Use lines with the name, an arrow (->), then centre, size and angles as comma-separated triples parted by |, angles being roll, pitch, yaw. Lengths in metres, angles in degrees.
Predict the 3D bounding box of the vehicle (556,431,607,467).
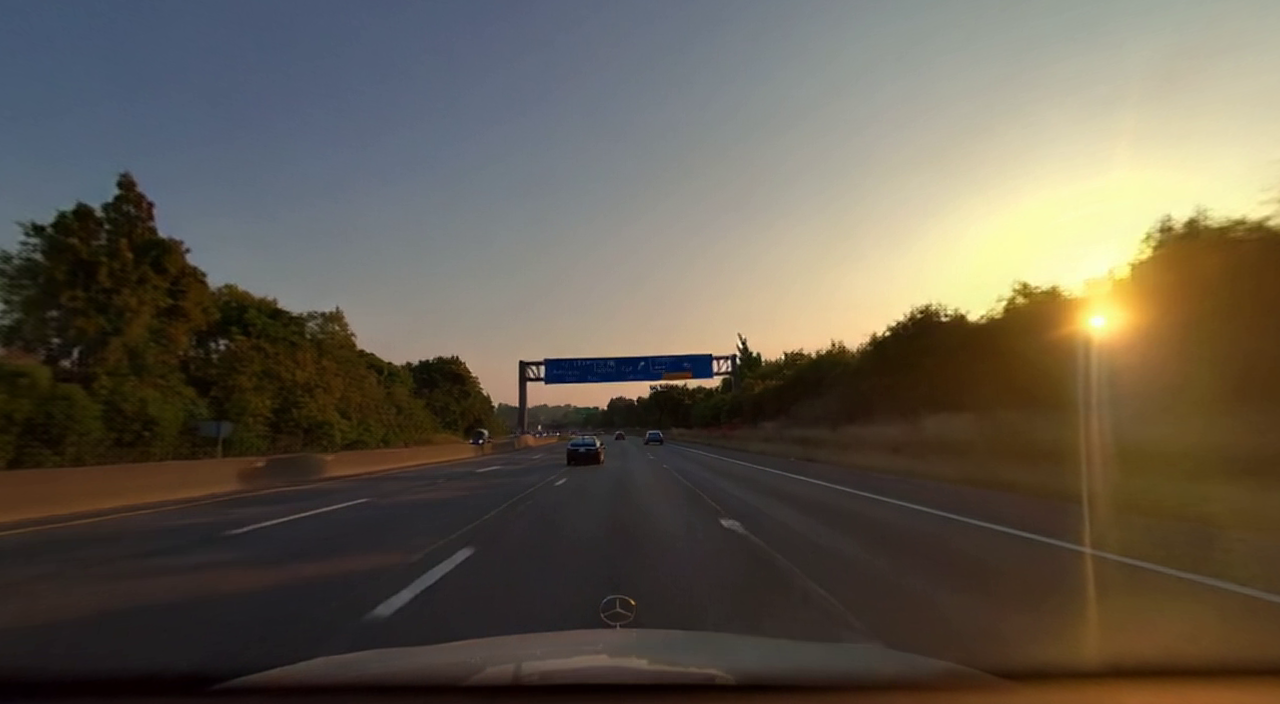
vehicle -> -2.564, 4.377, 28.669 | 2.000, 1.491, 3.913 | 0, -7, -1
